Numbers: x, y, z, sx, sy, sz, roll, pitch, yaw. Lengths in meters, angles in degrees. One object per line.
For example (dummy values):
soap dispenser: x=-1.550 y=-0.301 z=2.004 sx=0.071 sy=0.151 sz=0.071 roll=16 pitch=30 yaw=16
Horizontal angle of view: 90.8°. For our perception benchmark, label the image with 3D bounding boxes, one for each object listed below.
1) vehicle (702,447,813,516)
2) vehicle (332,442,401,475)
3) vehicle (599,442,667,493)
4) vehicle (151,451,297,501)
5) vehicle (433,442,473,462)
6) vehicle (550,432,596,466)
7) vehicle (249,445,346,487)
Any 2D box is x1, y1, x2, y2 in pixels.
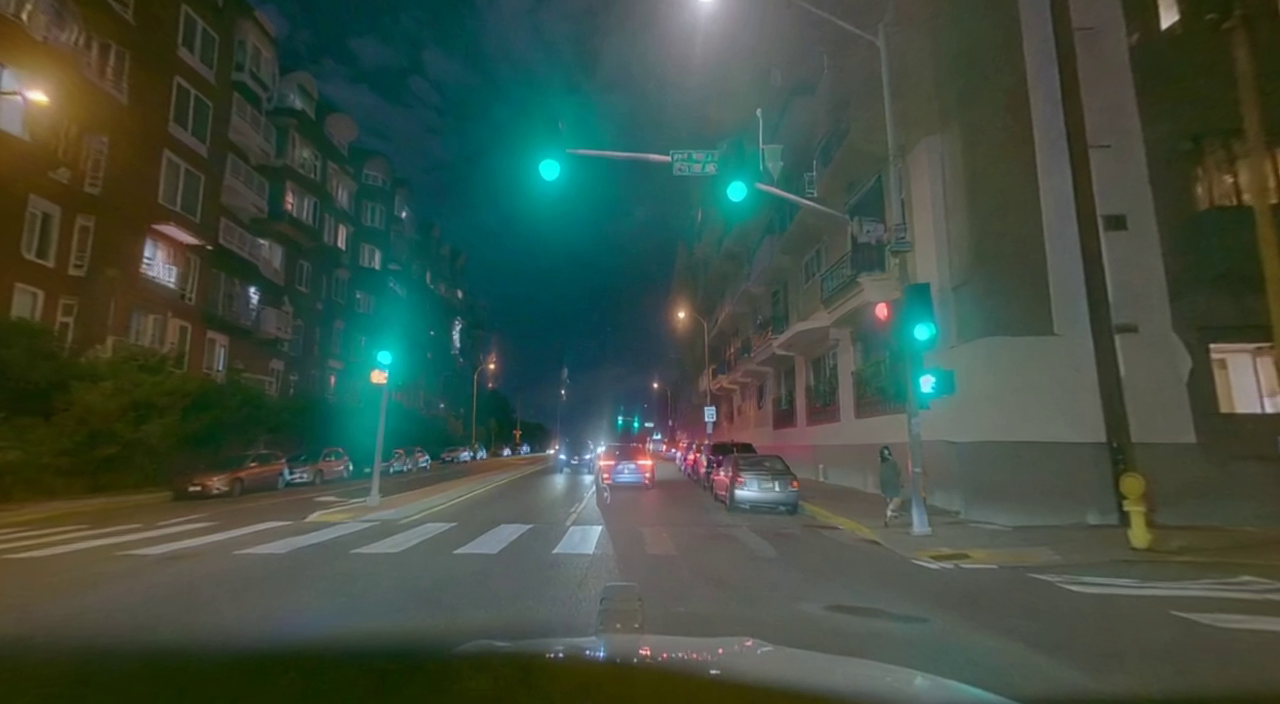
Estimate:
vehicle: x=2.805 y=3.190 z=16.175 sx=1.874 sy=1.468 sz=4.550 roll=0 pitch=-8 yaw=-1
vehicle: x=-14.404 y=5.630 z=33.547 sx=1.887 sy=1.619 sz=4.208 roll=0 pitch=-8 yaw=-2
vehicle: x=-0.279 y=3.723 z=20.718 sx=2.026 sy=1.496 sz=3.701 roll=0 pitch=-8 yaw=-2
vehicle: x=-13.915 y=4.125 z=21.523 sx=1.863 sy=1.468 sz=4.565 roll=0 pitch=-8 yaw=0
vehicle: x=-14.531 y=7.802 z=49.318 sx=1.907 sy=1.480 sz=4.498 roll=0 pitch=-8 yaw=-2
vehicle: x=-3.556 y=5.290 z=34.384 sx=2.065 sy=1.705 sz=4.353 roll=0 pitch=-8 yaw=0
vehicle: x=-14.155 y=4.697 z=26.444 sx=1.805 sy=1.580 sz=4.477 roll=0 pitch=-8 yaw=-4
